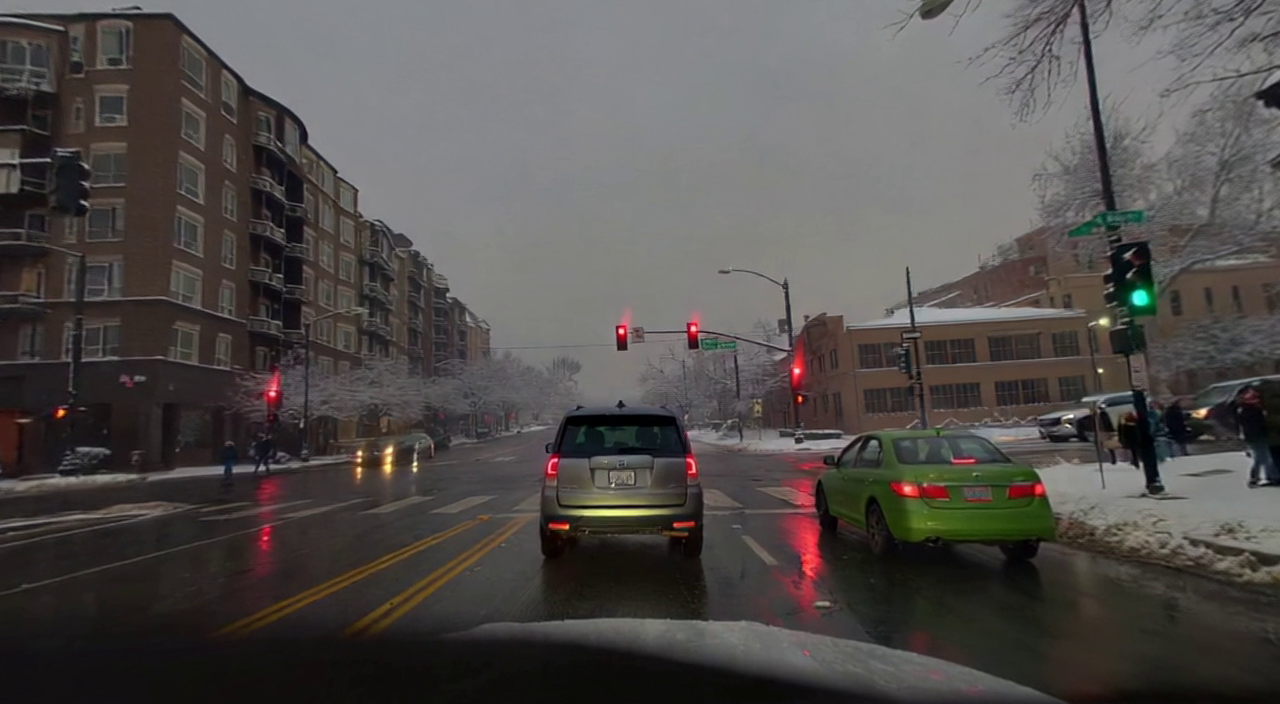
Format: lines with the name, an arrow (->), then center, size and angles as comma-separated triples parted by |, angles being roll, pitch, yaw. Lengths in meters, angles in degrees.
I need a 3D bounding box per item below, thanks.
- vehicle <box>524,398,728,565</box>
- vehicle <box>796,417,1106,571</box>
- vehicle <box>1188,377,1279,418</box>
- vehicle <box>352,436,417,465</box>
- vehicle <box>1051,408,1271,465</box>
vehicle -> -0.132, 1.699, 8.906 | 2.168, 1.776, 4.135 | 0, -8, 1
vehicle -> 3.693, 1.773, 8.680 | 1.987, 1.538, 4.510 | 0, -8, 0
vehicle -> 26.578, 1.989, 27.168 | 4.287, 1.639, 1.729 | 0, -8, 1
vehicle -> -16.322, 6.328, 40.671 | 2.132, 1.710, 4.504 | 0, -8, 2
vehicle -> 14.282, 2.365, 17.555 | 4.354, 1.466, 1.863 | 0, -8, 2
